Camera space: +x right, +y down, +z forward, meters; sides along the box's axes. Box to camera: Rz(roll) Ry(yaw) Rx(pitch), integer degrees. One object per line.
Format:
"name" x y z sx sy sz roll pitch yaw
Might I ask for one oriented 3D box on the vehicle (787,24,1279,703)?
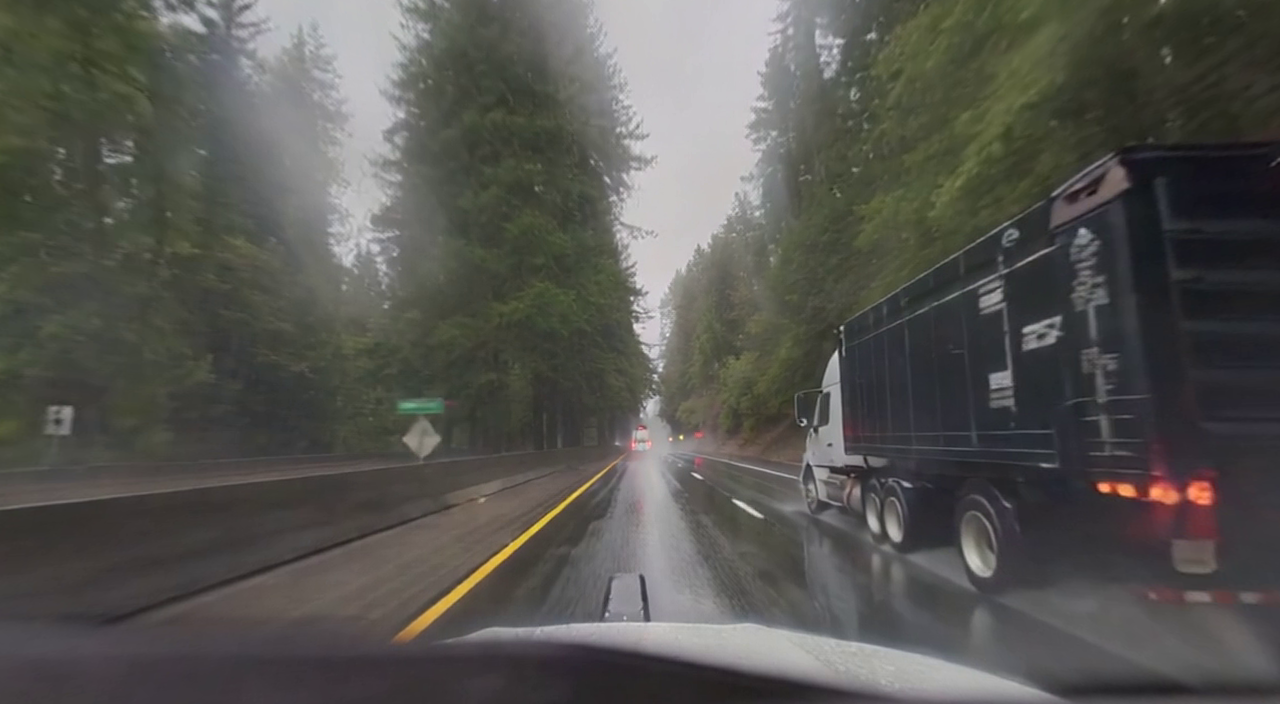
"vehicle" 4.335 0.694 7.423 3.013 3.462 8.956 0 -9 0
